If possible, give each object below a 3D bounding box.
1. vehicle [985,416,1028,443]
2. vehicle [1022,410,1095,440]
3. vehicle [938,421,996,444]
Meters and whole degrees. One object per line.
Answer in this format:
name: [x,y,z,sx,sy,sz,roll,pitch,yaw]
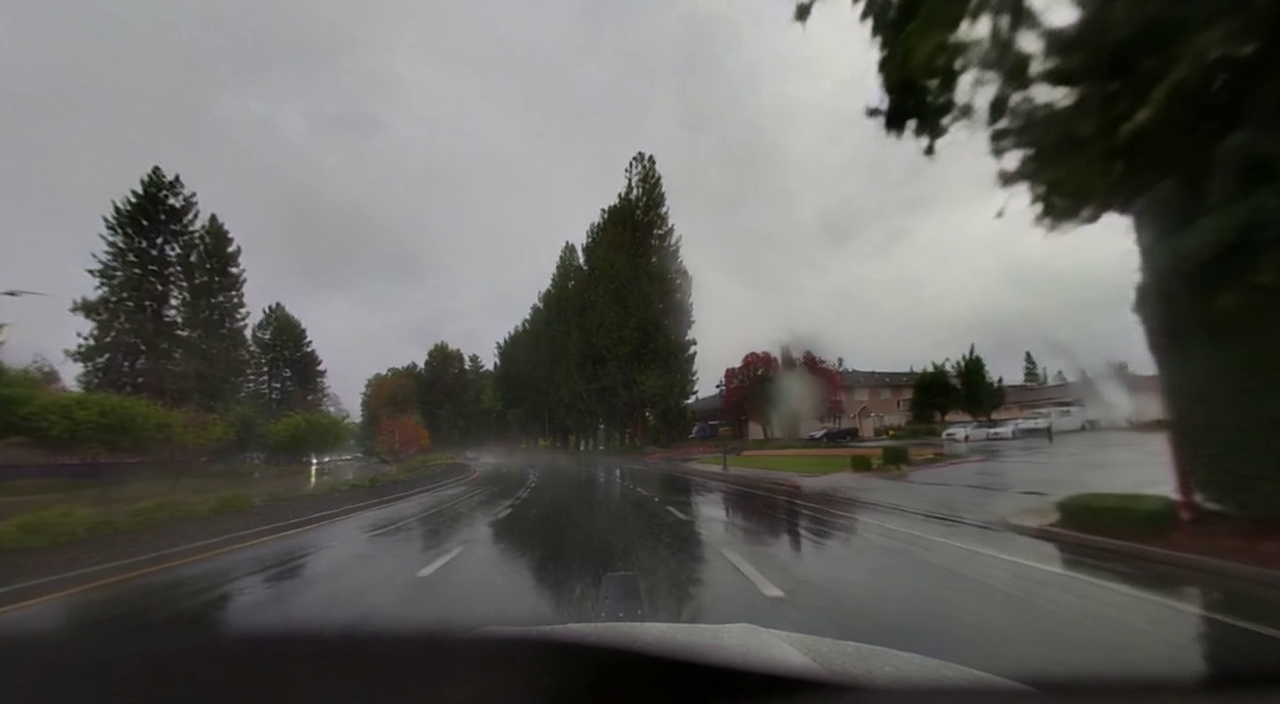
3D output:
vehicle: [23.802,5.000,40.950,2.033,1.533,4.370,-9,-10,31]
vehicle: [25.798,4.520,38.898,4.147,1.680,2.441,6,-11,-38]
vehicle: [22.126,5.471,42.661,4.230,1.459,1.889,7,-12,-40]
